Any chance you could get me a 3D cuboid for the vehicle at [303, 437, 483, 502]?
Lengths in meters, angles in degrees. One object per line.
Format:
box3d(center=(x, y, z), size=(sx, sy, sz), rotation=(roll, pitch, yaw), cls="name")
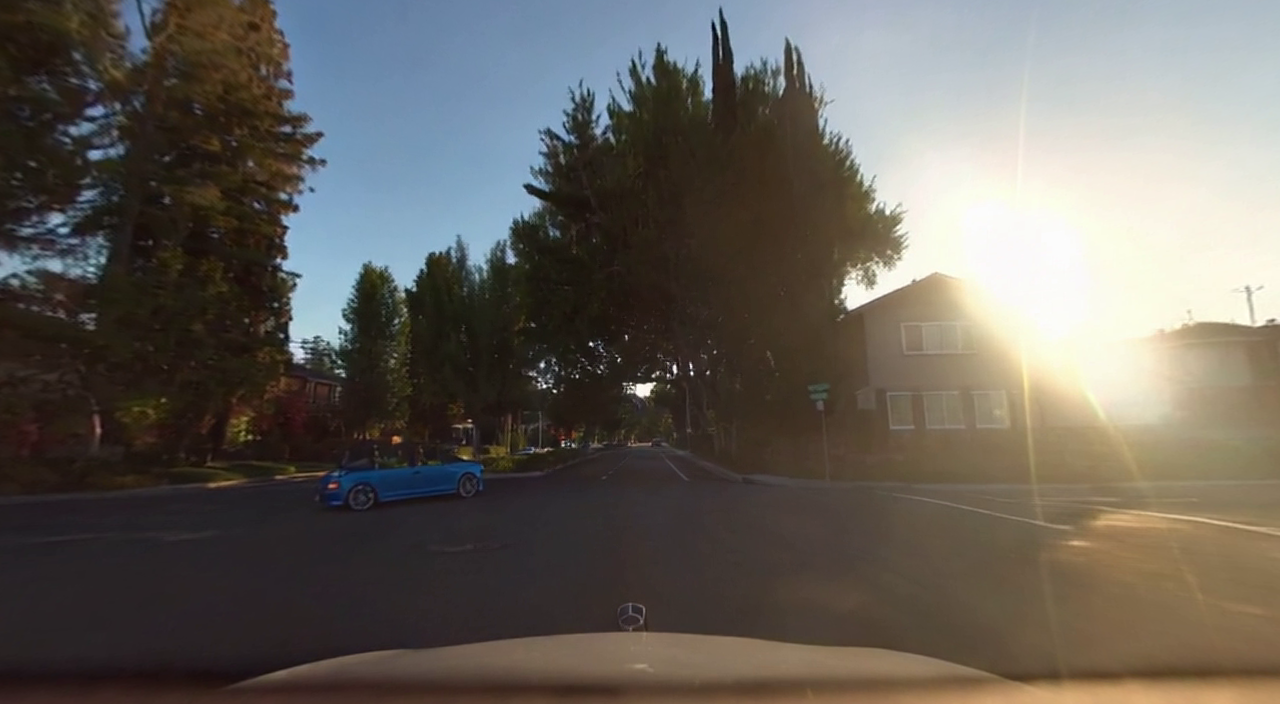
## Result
box3d(center=(-7.213, 3.446, 19.030), size=(2.170, 1.666, 4.788), rotation=(-5, -9, 26), cls="vehicle")
